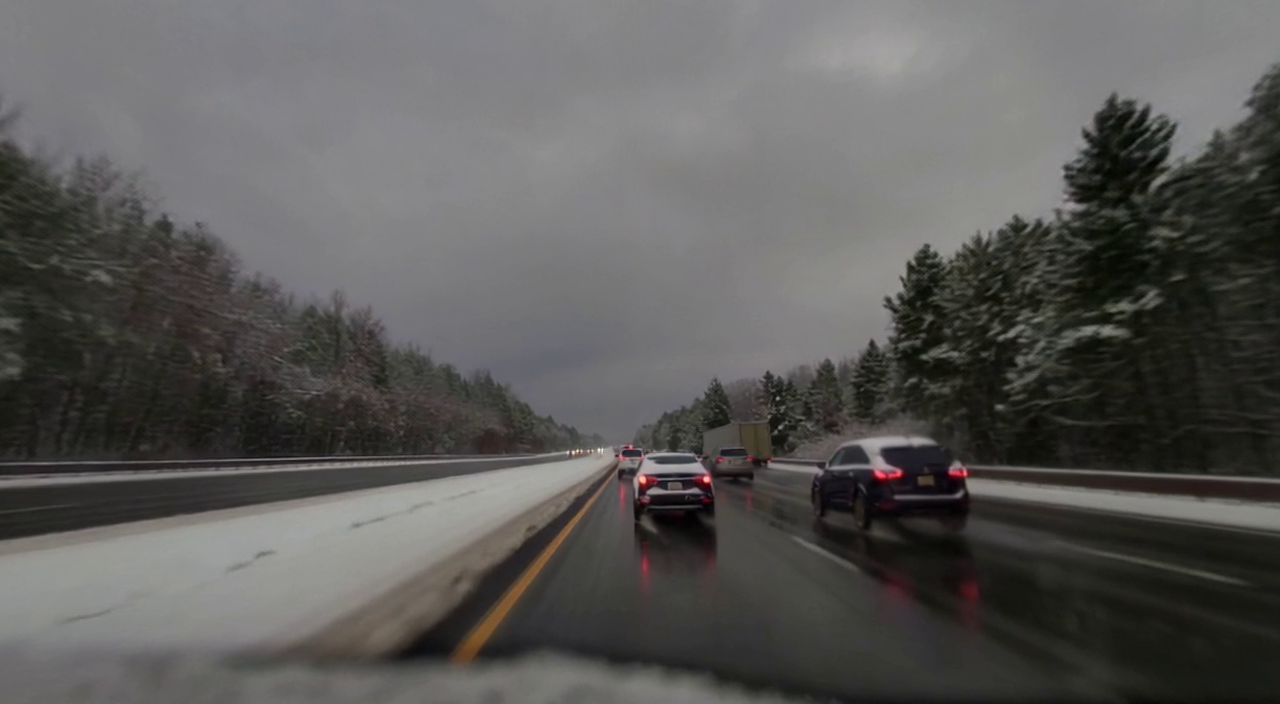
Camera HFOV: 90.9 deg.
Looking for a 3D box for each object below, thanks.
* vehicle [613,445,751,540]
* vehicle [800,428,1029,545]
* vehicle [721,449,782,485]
[{"bbox_3d":[0.611,2.441,11.532,2.094,1.426,3.725,0,-9,-1],"label":"vehicle"},{"bbox_3d":[4.563,2.302,11.453,1.998,1.657,4.604,0,-9,-1],"label":"vehicle"},{"bbox_3d":[5.032,5.220,28.987,1.908,1.500,4.157,0,-9,-2],"label":"vehicle"}]
